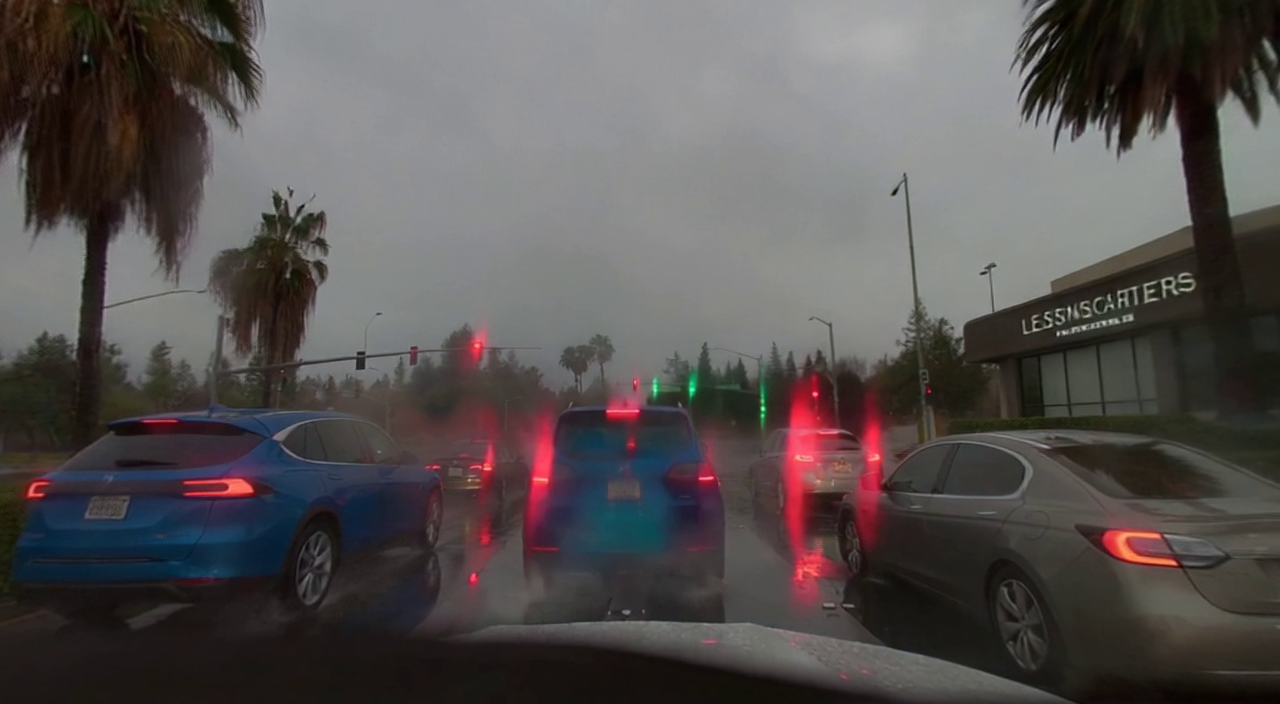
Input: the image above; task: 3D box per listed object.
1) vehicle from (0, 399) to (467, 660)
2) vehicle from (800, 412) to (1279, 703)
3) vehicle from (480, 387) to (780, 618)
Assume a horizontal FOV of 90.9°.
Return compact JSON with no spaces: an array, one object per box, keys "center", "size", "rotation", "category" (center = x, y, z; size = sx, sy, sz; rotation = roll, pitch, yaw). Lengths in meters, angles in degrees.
[{"center":[-3.351,1.385,6.052],"size":[2.014,1.534,4.455],"rotation":[0,-8,1],"category":"vehicle"},{"center":[2.971,1.373,5.250],"size":[2.017,1.491,4.611],"rotation":[0,-8,-1],"category":"vehicle"},{"center":[-0.138,1.466,7.068],"size":[2.280,1.747,4.361],"rotation":[0,-8,-2],"category":"vehicle"}]
